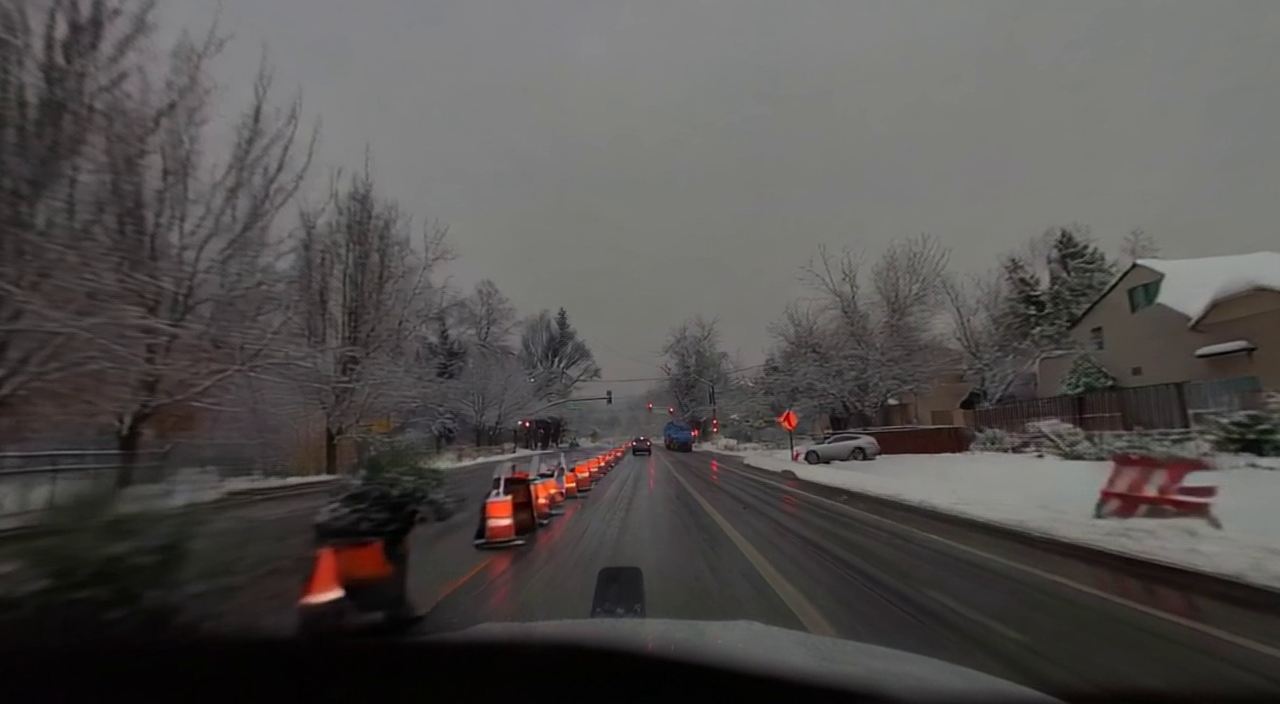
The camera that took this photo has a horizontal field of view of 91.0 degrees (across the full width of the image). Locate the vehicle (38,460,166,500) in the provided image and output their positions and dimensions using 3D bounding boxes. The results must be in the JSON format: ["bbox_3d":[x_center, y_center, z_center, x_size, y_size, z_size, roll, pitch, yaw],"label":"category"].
[{"bbox_3d":[-23.425,5.569,27.632,1.952,1.511,4.147,0,-9,-1],"label":"vehicle"}]

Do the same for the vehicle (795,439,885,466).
[{"bbox_3d":[11.122,5.601,35.250,4.463,1.466,1.813,-1,-8,5],"label":"vehicle"}]
